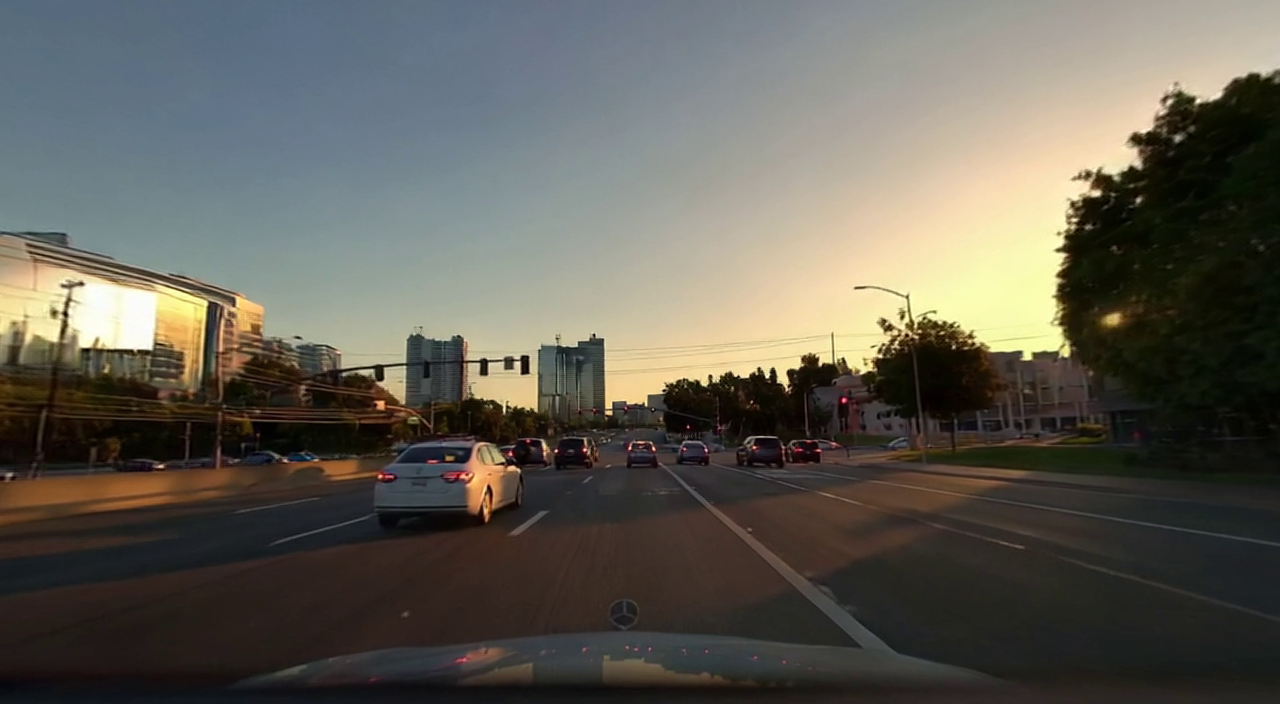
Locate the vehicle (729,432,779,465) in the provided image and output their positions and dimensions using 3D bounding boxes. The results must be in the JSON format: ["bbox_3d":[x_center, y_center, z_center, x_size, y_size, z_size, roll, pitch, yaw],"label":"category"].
[{"bbox_3d":[7.302,6.248,41.011,2.156,1.982,5.358,0,-8,-1],"label":"vehicle"}]

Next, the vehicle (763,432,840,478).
[{"bbox_3d":[6.496,4.208,25.919,1.945,1.706,4.190,0,-8,-2],"label":"vehicle"}]

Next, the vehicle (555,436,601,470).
[{"bbox_3d":[-3.366,5.566,34.938,2.033,1.714,4.278,0,-8,1],"label":"vehicle"}]

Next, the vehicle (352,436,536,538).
[{"bbox_3d":[-3.216,2.290,11.387,1.837,1.463,4.311,0,-8,1],"label":"vehicle"}]

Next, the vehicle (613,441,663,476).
[{"bbox_3d":[-0.082,4.749,28.392,2.098,1.431,3.958,0,-8,0],"label":"vehicle"}]

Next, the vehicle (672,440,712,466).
[{"bbox_3d":[3.166,6.278,39.595,1.987,1.515,4.521,0,-8,-2],"label":"vehicle"}]
